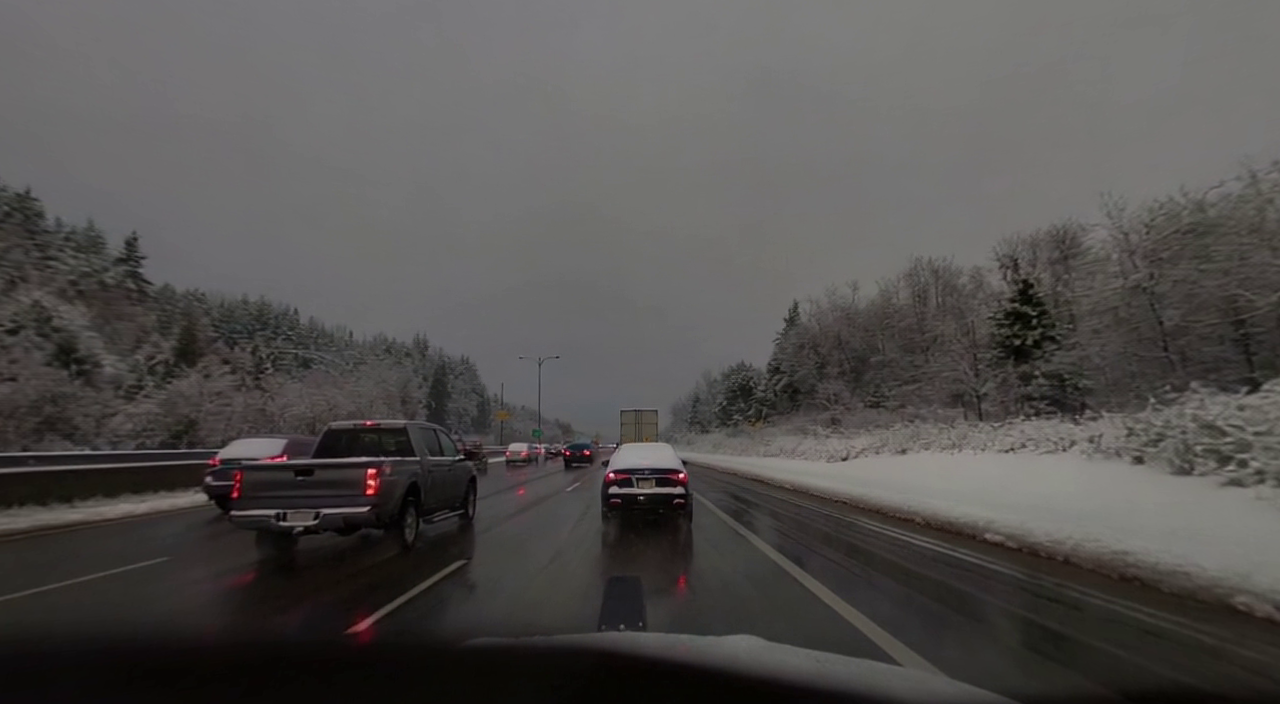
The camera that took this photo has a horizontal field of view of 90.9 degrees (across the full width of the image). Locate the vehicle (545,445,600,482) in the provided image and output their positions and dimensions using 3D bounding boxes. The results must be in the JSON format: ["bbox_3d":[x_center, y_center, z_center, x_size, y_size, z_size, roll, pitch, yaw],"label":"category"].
[{"bbox_3d":[-2.855,4.804,27.304,1.998,1.466,3.684,0,-9,0],"label":"vehicle"}]

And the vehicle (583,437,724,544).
[{"bbox_3d":[0.188,2.231,10.669,1.995,1.495,3.380,0,-9,0],"label":"vehicle"}]

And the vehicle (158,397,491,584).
[{"bbox_3d":[-3.691,1.738,8.665,2.051,1.829,4.736,0,-9,1],"label":"vehicle"}]
